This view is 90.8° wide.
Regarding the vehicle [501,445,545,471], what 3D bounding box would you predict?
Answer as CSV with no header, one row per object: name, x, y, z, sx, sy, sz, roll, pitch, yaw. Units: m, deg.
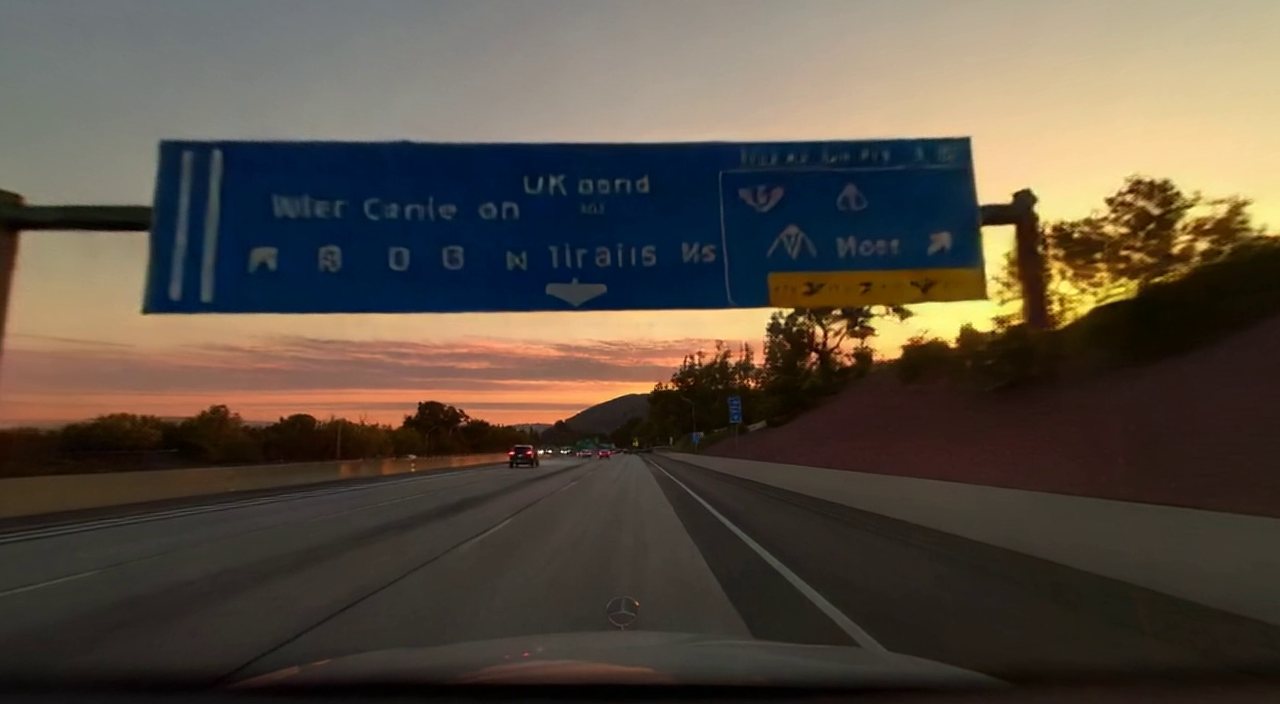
vehicle,-7.650,6.968,41.603,2.098,1.606,4.227,0,-9,0
